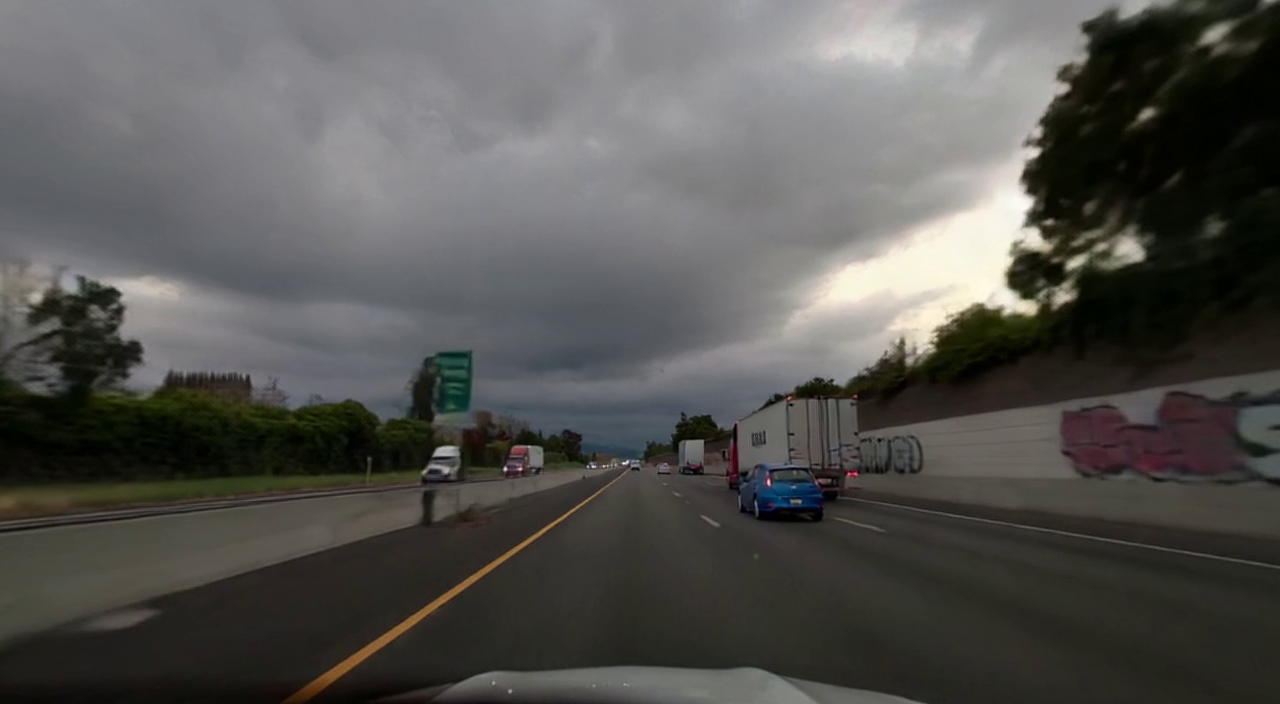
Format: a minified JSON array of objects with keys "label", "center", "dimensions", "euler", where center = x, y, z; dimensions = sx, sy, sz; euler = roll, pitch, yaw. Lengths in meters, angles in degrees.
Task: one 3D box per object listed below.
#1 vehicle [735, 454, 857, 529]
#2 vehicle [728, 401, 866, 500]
[{"label":"vehicle","center":[3.628,3.337,15.369],"dimensions":[2.011,1.574,3.512],"euler":[1,-11,-1]},{"label":"vehicle","center":[7.643,5.587,34.470],"dimensions":[3.298,4.017,16.824],"euler":[1,-10,0]}]
